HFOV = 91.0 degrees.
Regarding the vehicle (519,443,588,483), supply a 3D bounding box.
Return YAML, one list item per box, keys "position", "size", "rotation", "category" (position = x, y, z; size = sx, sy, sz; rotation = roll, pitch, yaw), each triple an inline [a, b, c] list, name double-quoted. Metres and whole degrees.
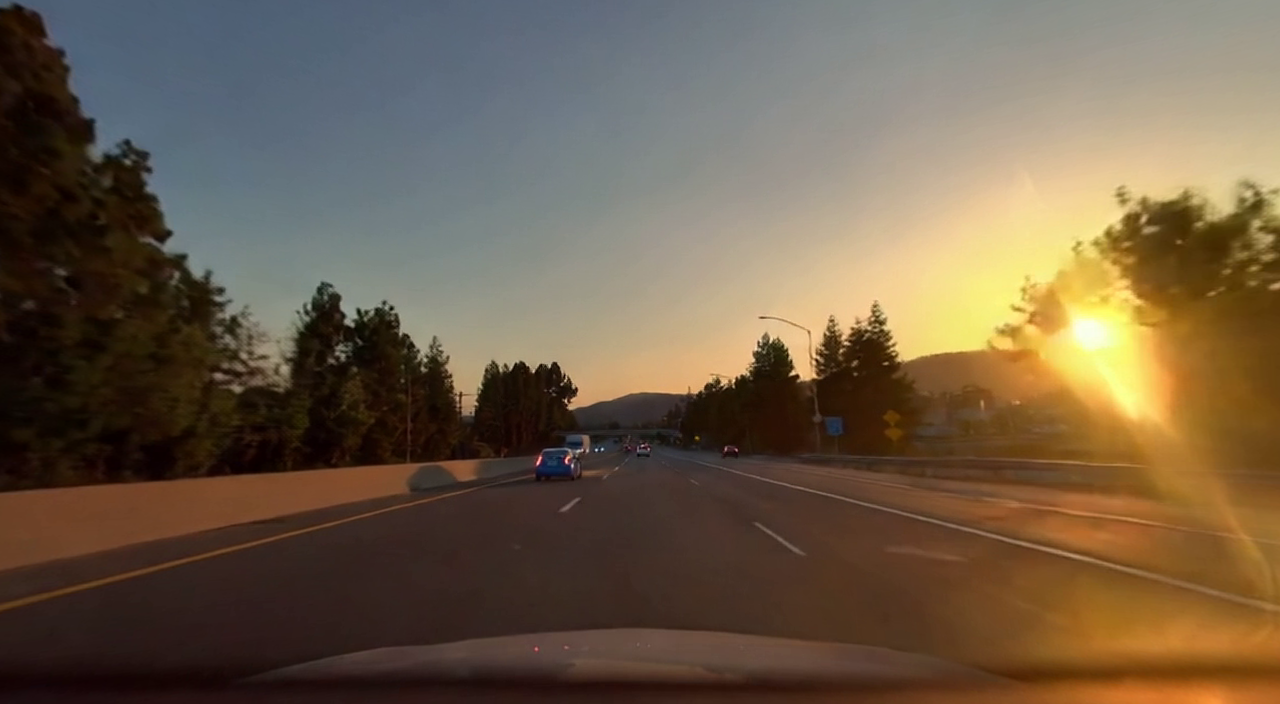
- position: [-3.483, 4.593, 26.308]
  size: [2.162, 1.493, 4.583]
  rotation: [-1, -9, 1]
  category: "vehicle"
